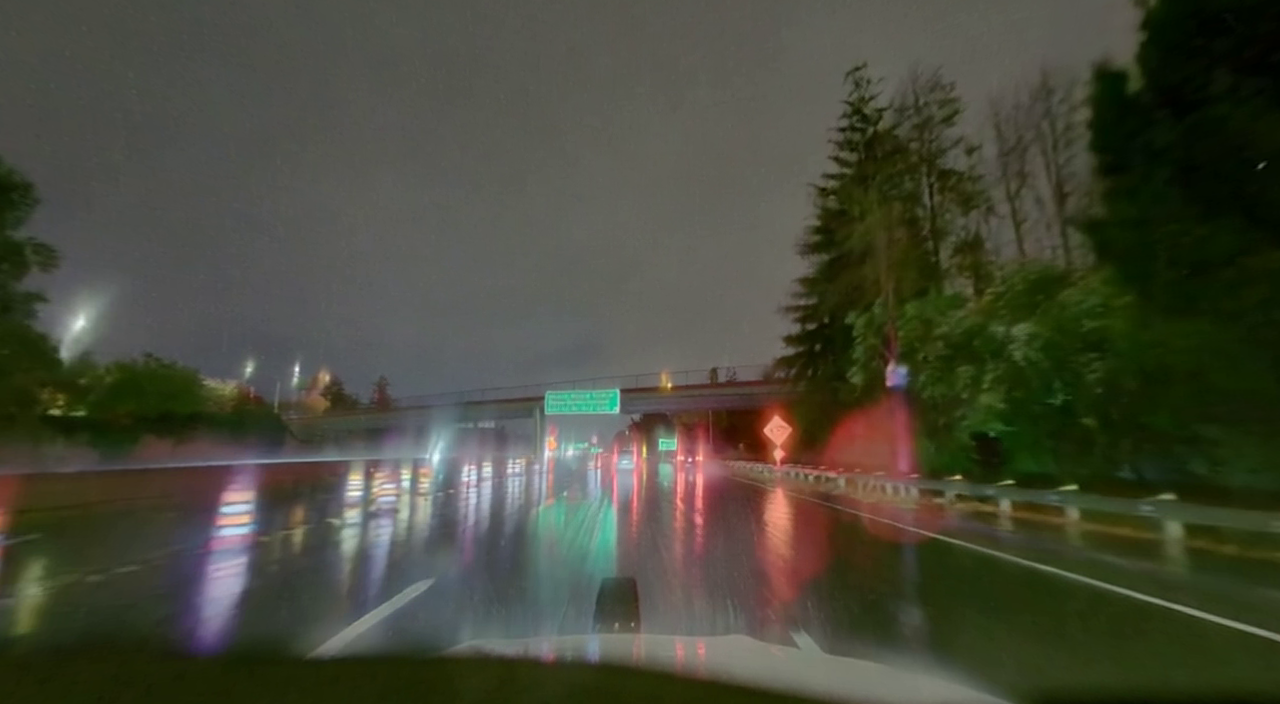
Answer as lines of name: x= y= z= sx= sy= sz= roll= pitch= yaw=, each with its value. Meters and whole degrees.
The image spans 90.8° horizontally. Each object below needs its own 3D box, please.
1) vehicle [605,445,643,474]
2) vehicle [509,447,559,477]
vehicle: x=-0.920 y=6.312 z=37.262 sx=2.109 sy=1.638 sz=3.856 roll=0 pitch=-9 yaw=-1
vehicle: x=-5.657 y=5.899 z=34.164 sx=1.997 sy=1.507 sz=4.248 roll=0 pitch=-9 yaw=-1
